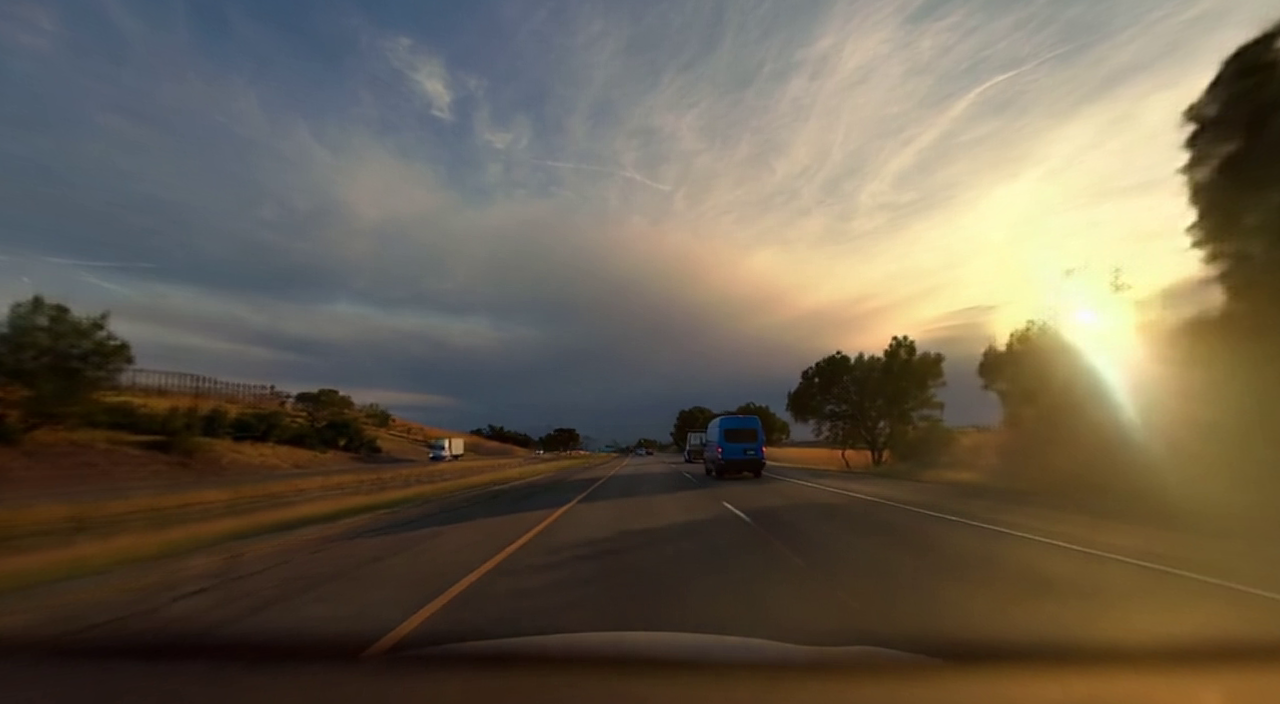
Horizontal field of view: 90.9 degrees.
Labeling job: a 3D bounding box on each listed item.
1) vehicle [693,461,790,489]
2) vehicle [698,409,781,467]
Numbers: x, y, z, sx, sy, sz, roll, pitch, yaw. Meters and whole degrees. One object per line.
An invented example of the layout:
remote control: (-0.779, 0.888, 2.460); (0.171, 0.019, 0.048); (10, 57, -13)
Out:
vehicle: (3.845, 4.877, 25.404); (2.702, 0.824, 6.391); (0, -9, -2)
vehicle: (3.840, 3.528, 25.505); (2.444, 2.053, 5.616); (-1, -9, 0)
